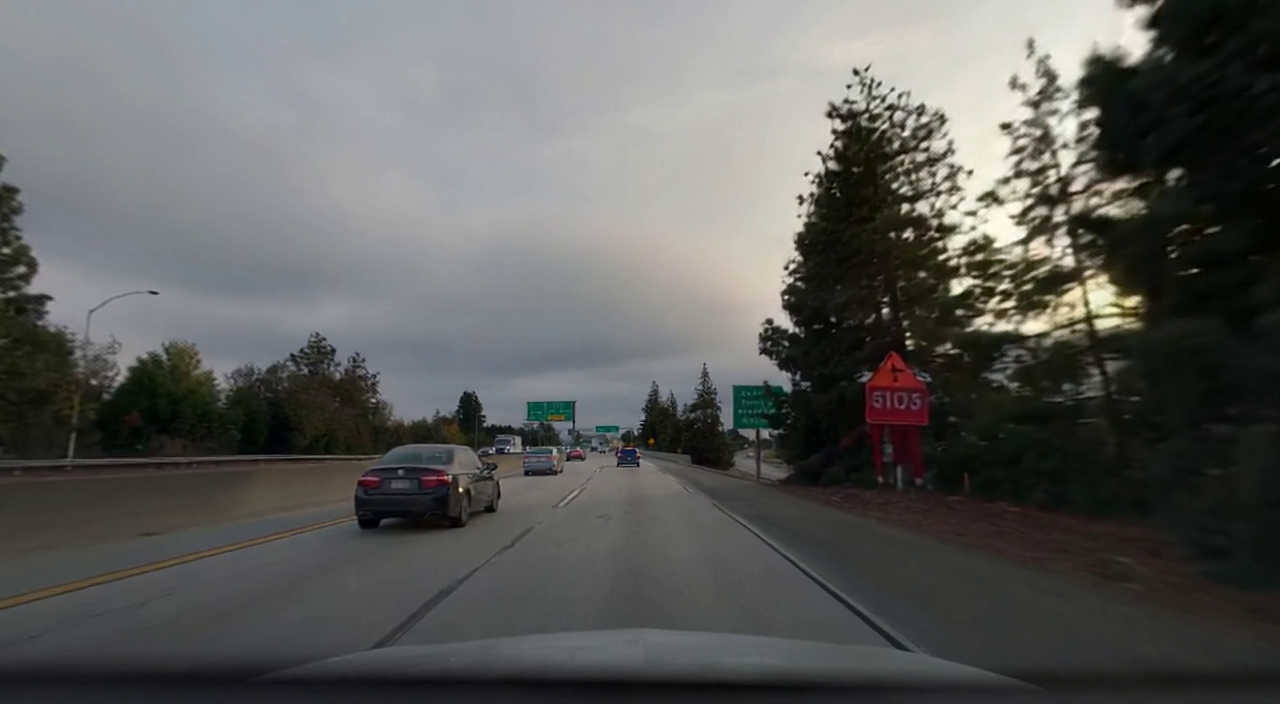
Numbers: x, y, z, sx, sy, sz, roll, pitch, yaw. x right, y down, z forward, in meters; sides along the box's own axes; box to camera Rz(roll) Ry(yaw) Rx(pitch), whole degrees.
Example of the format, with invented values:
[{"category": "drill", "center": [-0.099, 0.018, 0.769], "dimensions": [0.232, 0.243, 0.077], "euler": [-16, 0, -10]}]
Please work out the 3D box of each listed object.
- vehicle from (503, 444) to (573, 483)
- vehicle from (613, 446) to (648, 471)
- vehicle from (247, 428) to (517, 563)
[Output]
[{"category": "vehicle", "center": [-4.049, 4.495, 25.838], "dimensions": [2.107, 1.453, 4.462], "euler": [0, -8, 0]}, {"category": "vehicle", "center": [-0.613, 6.781, 40.472], "dimensions": [2.100, 1.471, 3.956], "euler": [0, -8, -1]}, {"category": "vehicle", "center": [-3.365, 1.960, 9.457], "dimensions": [2.067, 1.509, 4.551], "euler": [0, -8, 1]}]
